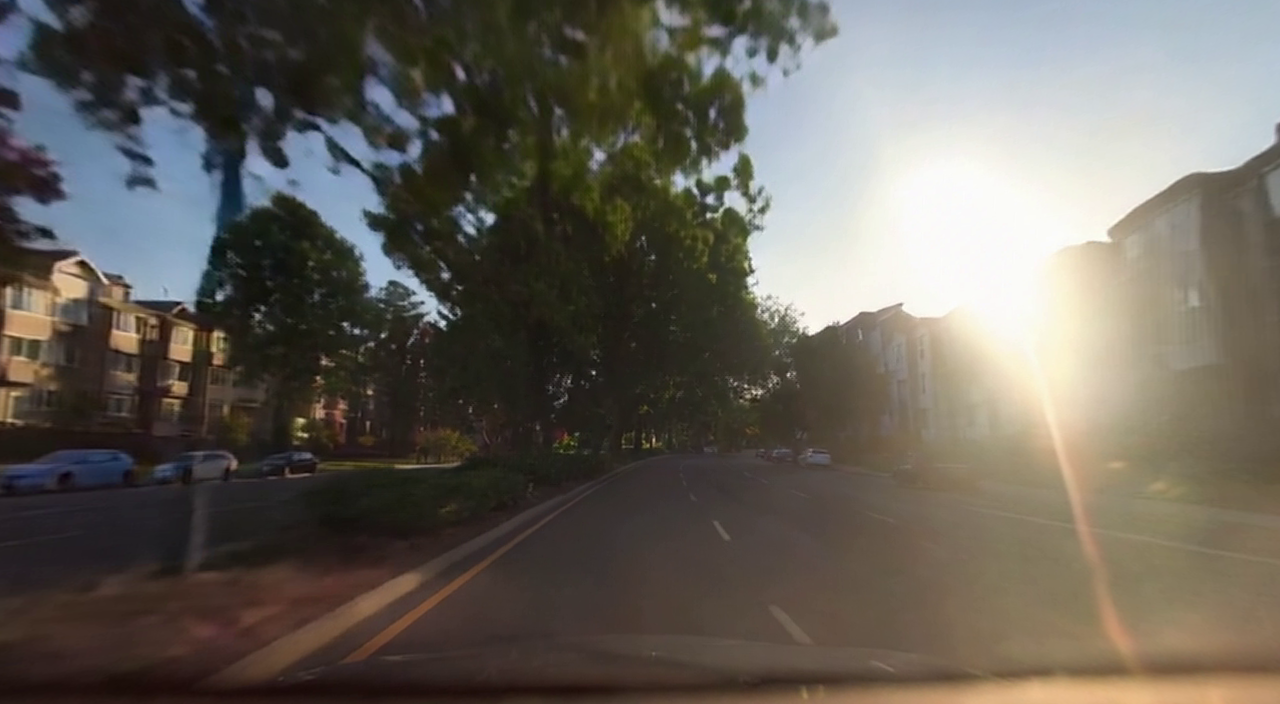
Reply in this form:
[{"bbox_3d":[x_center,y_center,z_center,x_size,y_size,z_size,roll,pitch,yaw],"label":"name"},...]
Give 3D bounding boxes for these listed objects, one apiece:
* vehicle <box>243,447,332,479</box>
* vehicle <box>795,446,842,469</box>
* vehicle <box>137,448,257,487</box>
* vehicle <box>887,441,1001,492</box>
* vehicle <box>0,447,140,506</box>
[{"bbox_3d":[-18.319,5.826,33.137,2.003,1.505,4.332,-3,-10,3],"label":"vehicle"},{"bbox_3d":[11.816,7.025,42.195,1.897,1.455,4.586,0,-9,2],"label":"vehicle"},{"bbox_3d":[-18.760,4.938,27.050,1.795,1.445,4.629,-2,-10,0],"label":"vehicle"},{"bbox_3d":[10.663,4.010,22.573,1.992,1.615,4.460,0,-9,3],"label":"vehicle"},{"bbox_3d":[-19.091,4.007,20.800,1.686,1.671,4.477,0,-8,-2],"label":"vehicle"}]
